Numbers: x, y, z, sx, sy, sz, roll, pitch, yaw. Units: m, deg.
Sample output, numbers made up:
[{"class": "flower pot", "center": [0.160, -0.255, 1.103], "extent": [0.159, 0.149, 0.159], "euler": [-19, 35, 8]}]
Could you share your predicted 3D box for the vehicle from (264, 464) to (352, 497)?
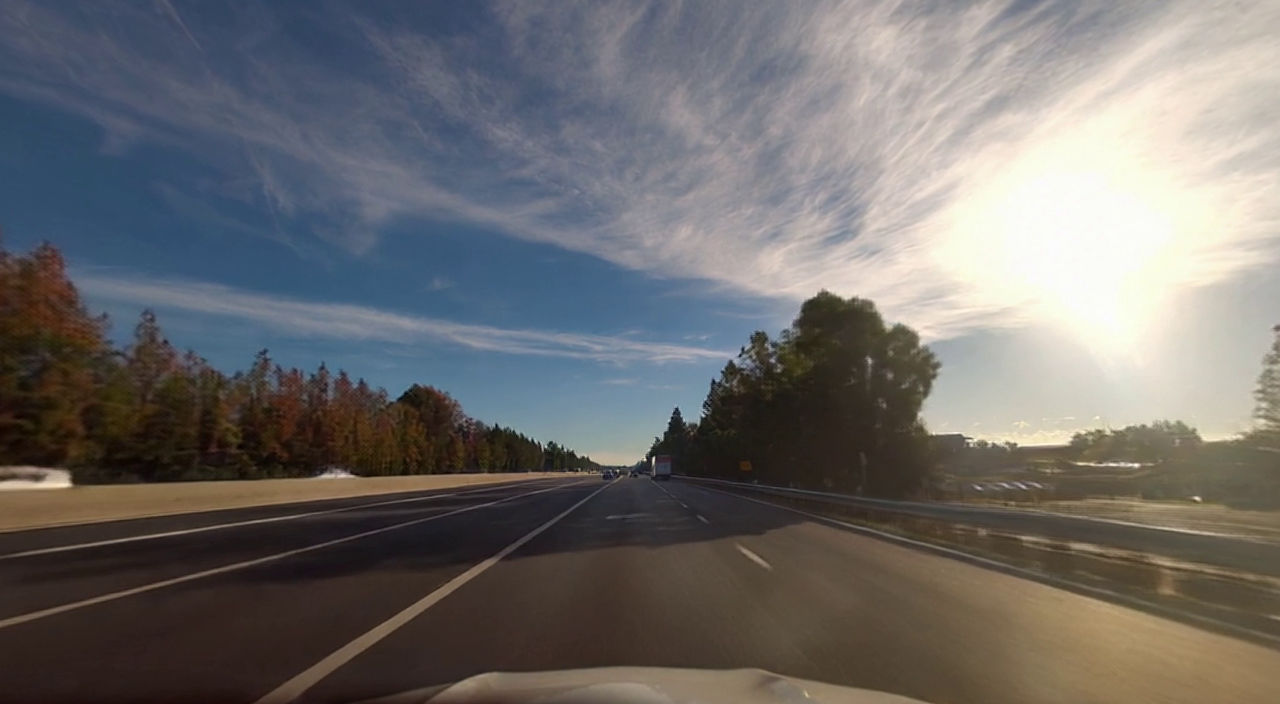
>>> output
[{"class": "vehicle", "center": [-16.107, 6.252, 30.846], "extent": [1.866, 1.444, 4.404], "euler": [0, -11, 0]}]
